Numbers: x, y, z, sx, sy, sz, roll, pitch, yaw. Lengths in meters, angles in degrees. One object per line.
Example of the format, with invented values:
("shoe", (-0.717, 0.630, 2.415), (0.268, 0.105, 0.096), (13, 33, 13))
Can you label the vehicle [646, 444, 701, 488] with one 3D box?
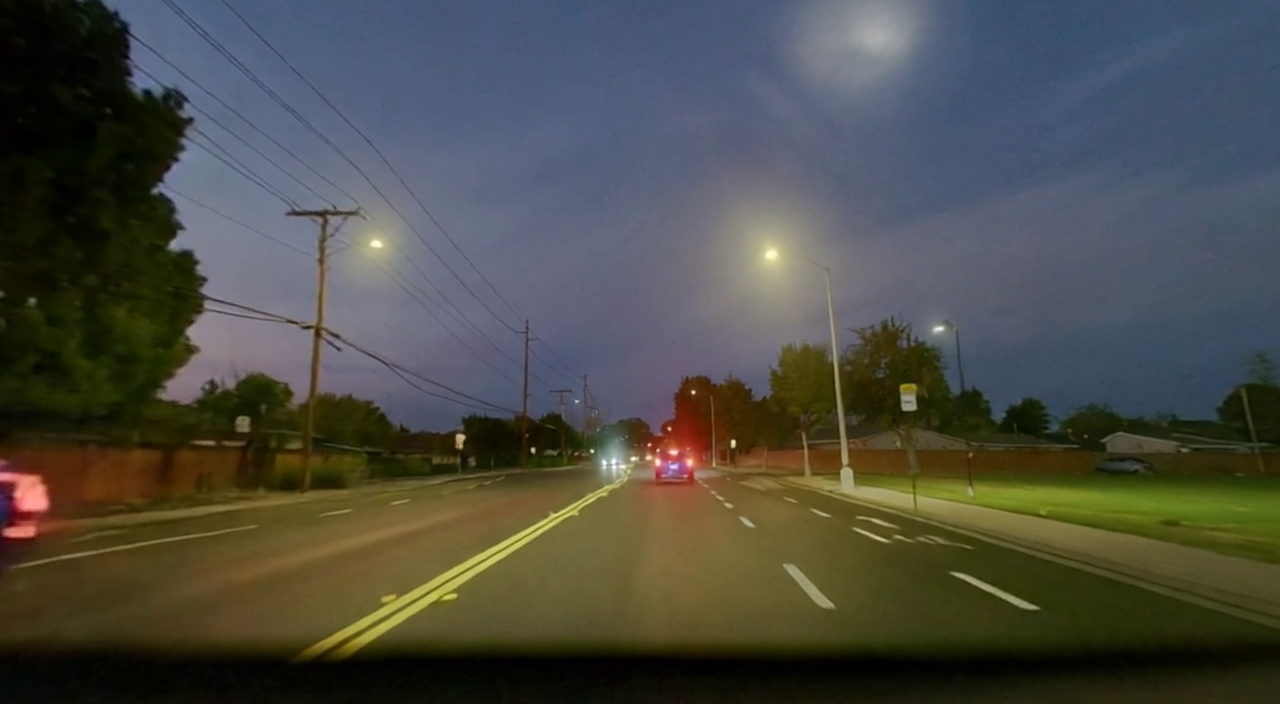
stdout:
("vehicle", (1.363, 4.797, 26.859), (2.139, 1.699, 3.916), (0, -9, 1))
